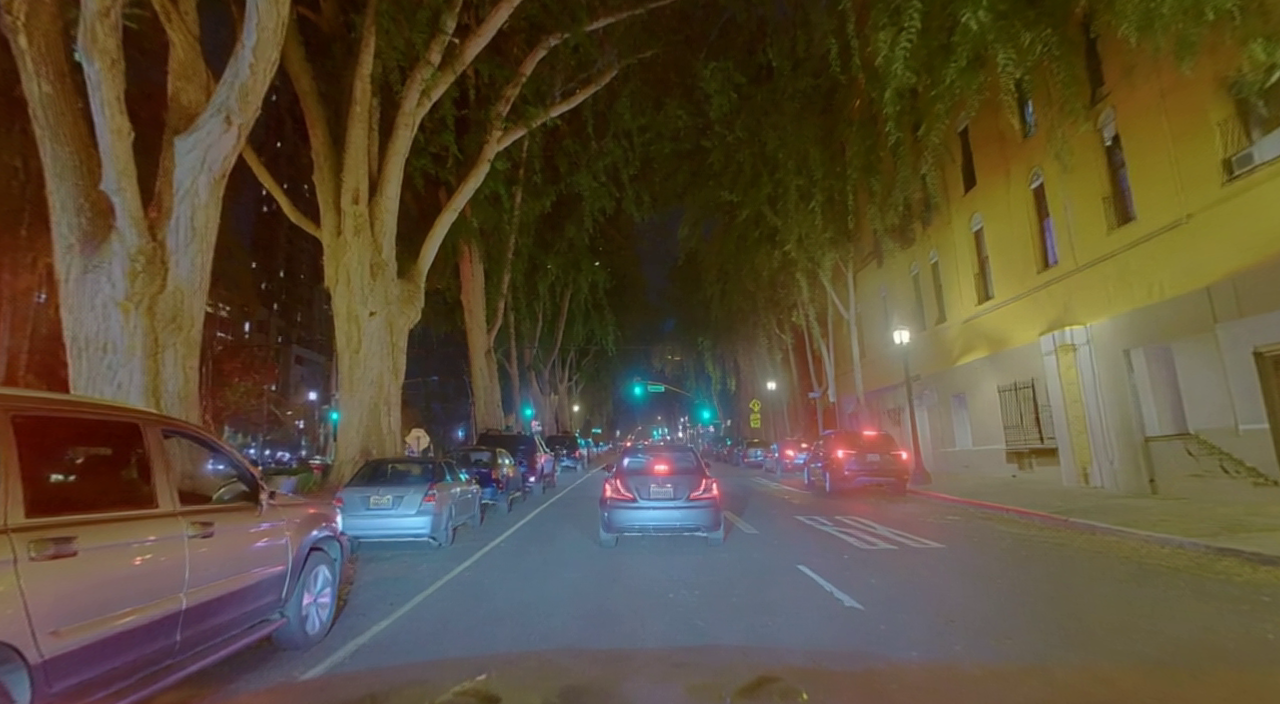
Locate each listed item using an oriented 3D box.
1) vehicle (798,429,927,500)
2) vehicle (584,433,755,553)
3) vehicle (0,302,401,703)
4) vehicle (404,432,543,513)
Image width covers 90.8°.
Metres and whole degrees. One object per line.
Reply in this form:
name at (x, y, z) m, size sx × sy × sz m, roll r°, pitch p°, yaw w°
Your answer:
vehicle at (6.339, 3.253, 18.684) m, size 2.025 × 1.808 × 4.579 m, roll 0°, pitch -9°, yaw -2°
vehicle at (0.273, 2.017, 9.722) m, size 2.095 × 1.438 × 3.843 m, roll 0°, pitch -9°, yaw -3°
vehicle at (-3.269, 0.930, 3.394) m, size 2.152 × 1.802 × 4.628 m, roll 0°, pitch -9°, yaw 0°
vehicle at (-3.511, 2.627, 14.297) m, size 1.901 × 1.522 × 4.556 m, roll 0°, pitch -9°, yaw 0°
